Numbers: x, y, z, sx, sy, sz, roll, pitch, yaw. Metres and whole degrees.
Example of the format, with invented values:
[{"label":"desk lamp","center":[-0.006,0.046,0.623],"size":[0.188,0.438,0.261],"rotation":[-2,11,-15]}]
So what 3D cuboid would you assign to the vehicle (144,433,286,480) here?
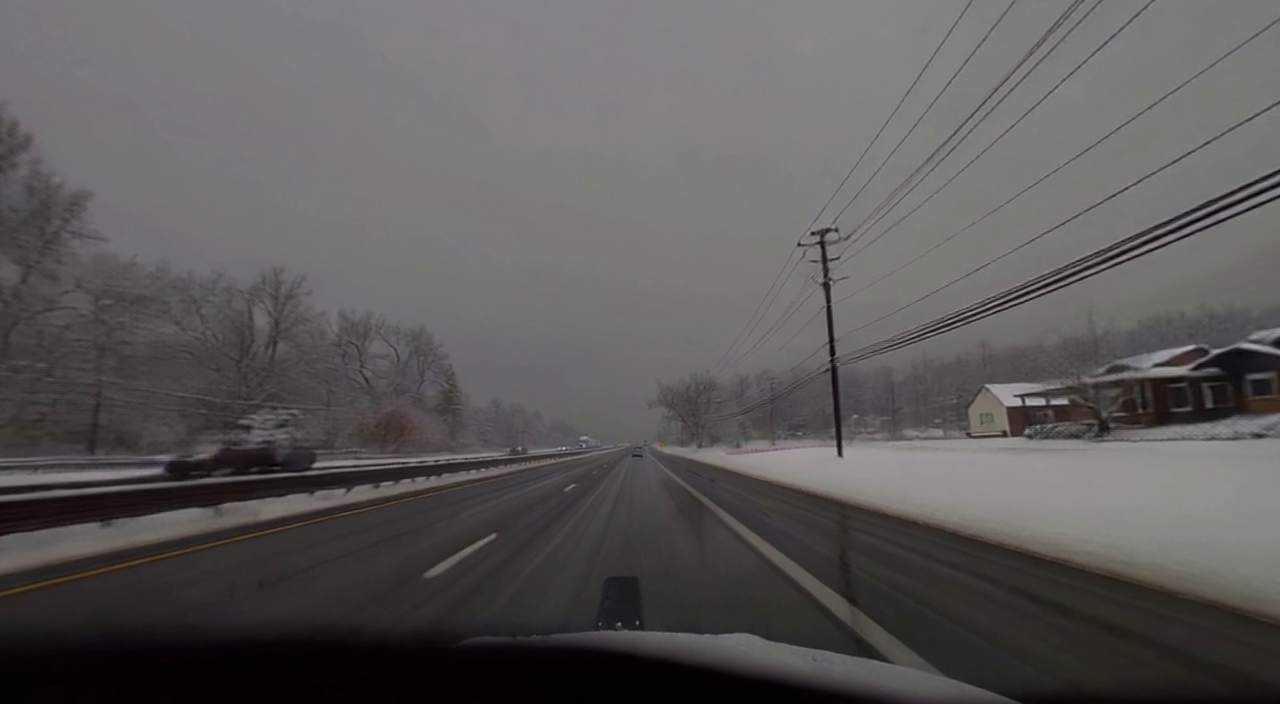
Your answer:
[{"label":"vehicle","center":[-21.346,5.281,32.190],"size":[2.613,2.110,6.543],"rotation":[0,-9,1]}]
